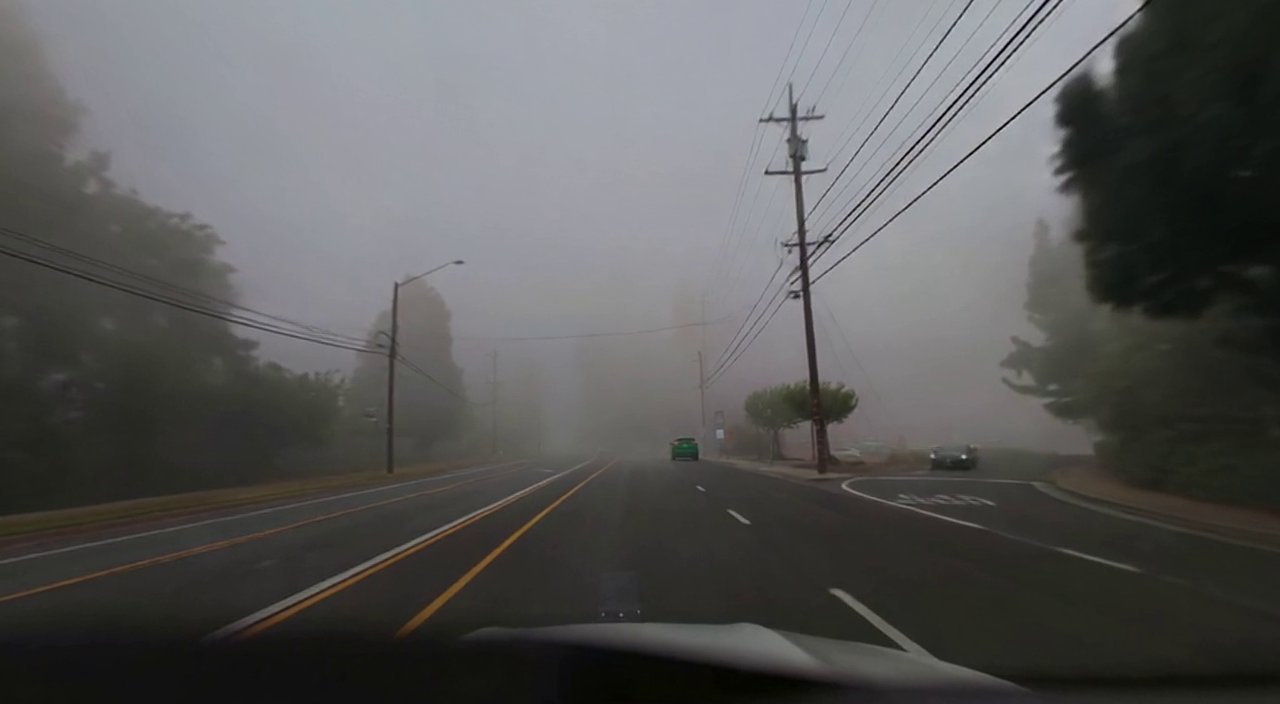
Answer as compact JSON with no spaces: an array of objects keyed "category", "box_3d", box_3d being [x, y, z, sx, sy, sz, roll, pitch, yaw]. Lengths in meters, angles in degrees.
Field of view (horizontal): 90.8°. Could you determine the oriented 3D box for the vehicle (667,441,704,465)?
[{"category":"vehicle","box_3d":[2.990,6.789,42.538,2.015,1.467,4.117,0,-8,-2]}]
